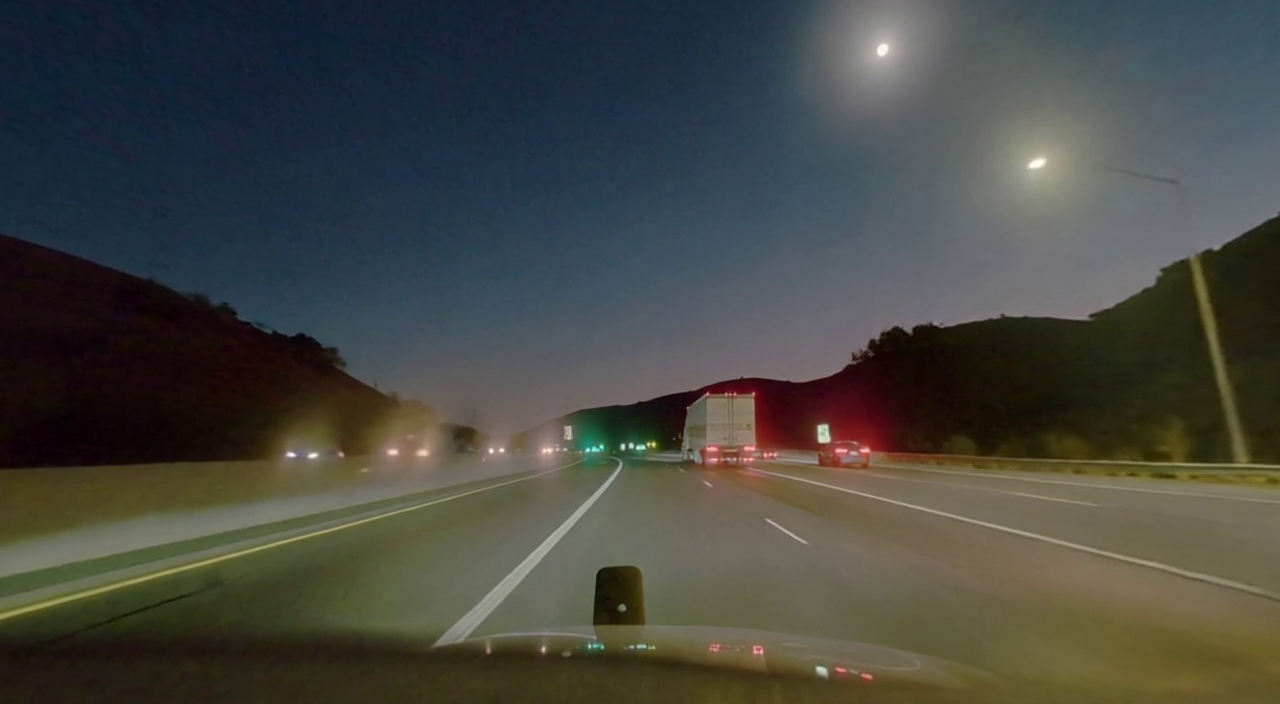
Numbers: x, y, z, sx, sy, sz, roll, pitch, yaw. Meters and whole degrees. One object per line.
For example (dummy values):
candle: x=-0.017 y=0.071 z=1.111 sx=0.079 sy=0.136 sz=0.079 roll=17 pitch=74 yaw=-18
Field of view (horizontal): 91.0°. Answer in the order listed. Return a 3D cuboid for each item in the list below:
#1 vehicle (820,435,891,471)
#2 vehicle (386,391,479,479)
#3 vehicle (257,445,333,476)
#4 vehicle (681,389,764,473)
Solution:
vehicle: x=11.481 y=5.423 z=33.923 sx=2.046 sy=1.741 sz=4.769 roll=0 pitch=-9 yaw=-1
vehicle: x=-8.902 y=3.633 z=27.415 sx=2.873 sy=3.553 sz=3.144 roll=0 pitch=-9 yaw=-1
vehicle: x=-20.230 y=6.364 z=37.183 sx=1.995 sy=1.714 sz=4.416 roll=0 pitch=-9 yaw=-1
vehicle: x=4.256 y=4.552 z=35.276 sx=3.049 sy=3.968 sz=10.706 roll=0 pitch=-9 yaw=-1
